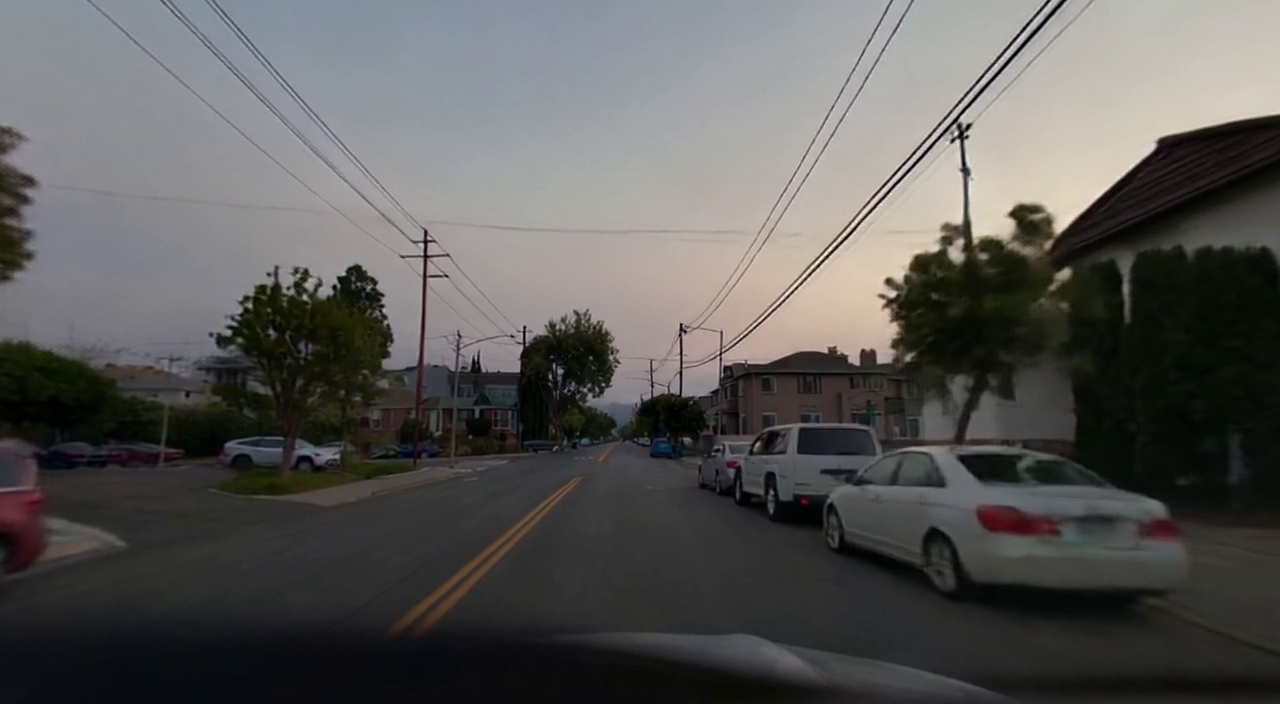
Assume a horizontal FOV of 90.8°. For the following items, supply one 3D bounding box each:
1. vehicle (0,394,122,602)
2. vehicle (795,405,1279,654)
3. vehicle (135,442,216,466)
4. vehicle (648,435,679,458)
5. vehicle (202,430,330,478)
[{"bbox_3d":[-6.719,1.200,4.676,1.992,1.853,4.561,-1,-7,-2],"label":"vehicle"},{"bbox_3d":[3.300,1.463,6.475,1.895,1.537,4.844,0,-8,-4],"label":"vehicle"},{"bbox_3d":[-32.897,7.225,44.819,1.732,1.511,4.151,-3,-10,29],"label":"vehicle"},{"bbox_3d":[1.740,7.208,48.214,1.999,1.604,4.065,0,-8,-3],"label":"vehicle"},{"bbox_3d":[-17.233,4.661,29.232,4.822,1.868,2.015,3,-9,-39],"label":"vehicle"}]
